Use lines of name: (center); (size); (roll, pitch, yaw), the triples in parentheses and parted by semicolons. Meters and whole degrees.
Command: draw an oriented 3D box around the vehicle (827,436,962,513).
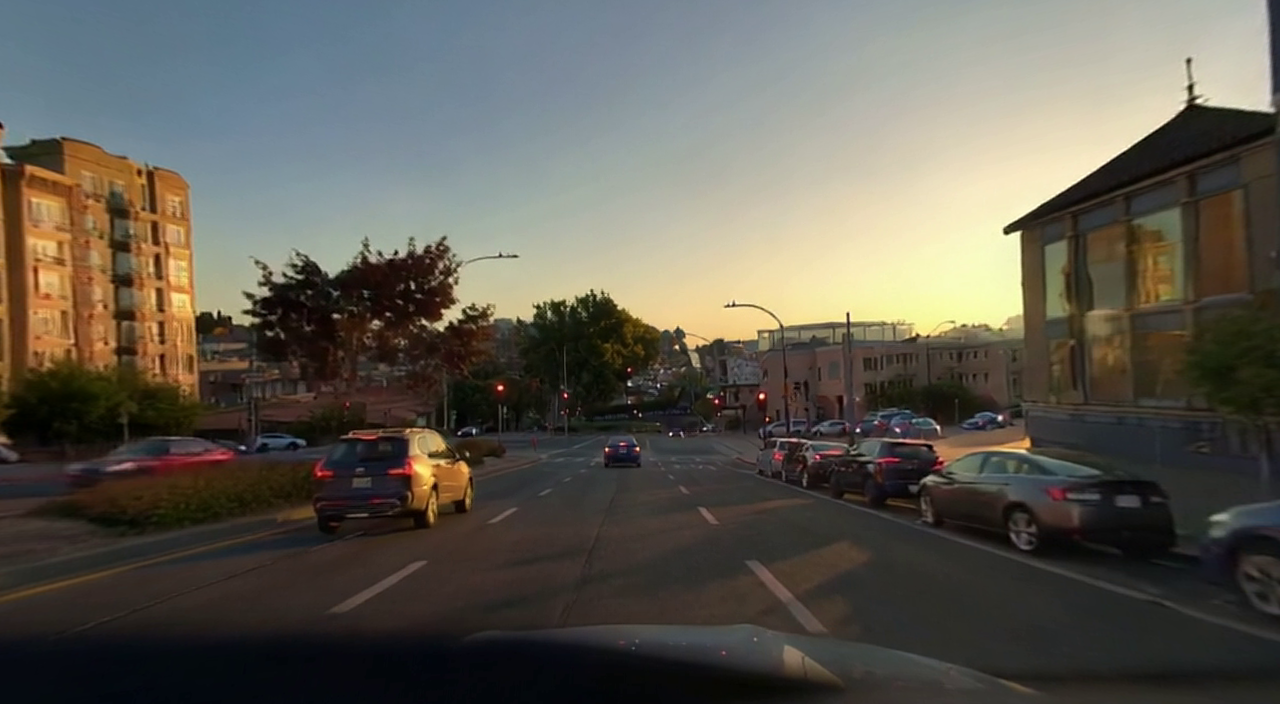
vehicle: (6.036, 2.924, 15.490); (1.877, 1.642, 3.572); (0, -8, 2)

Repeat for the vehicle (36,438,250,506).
vehicle: (-12.554, 3.028, 16.435); (1.987, 1.503, 4.375); (0, -8, 0)

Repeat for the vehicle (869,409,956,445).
vehicle: (21.069, 5.858, 48.933); (5.756, 2.653, 2.403); (2, -9, -12)

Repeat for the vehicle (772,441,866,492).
vehicle: (5.872, 3.784, 21.274); (1.959, 1.513, 4.104); (0, -8, 0)

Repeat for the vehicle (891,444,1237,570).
vehicle: (6.065, 2.217, 10.005); (2.089, 1.488, 4.663); (0, -8, -3)

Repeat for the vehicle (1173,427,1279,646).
vehicle: (5.983, 1.215, 3.481); (2.019, 1.670, 4.550); (0, -8, -1)

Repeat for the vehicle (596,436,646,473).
vehicle: (-0.793, 4.557, 28.217); (2.082, 1.520, 3.896); (0, -8, 0)

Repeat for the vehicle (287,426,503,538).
vehicle: (-3.878, 2.131, 11.004); (1.934, 1.522, 4.464); (0, -8, 0)
